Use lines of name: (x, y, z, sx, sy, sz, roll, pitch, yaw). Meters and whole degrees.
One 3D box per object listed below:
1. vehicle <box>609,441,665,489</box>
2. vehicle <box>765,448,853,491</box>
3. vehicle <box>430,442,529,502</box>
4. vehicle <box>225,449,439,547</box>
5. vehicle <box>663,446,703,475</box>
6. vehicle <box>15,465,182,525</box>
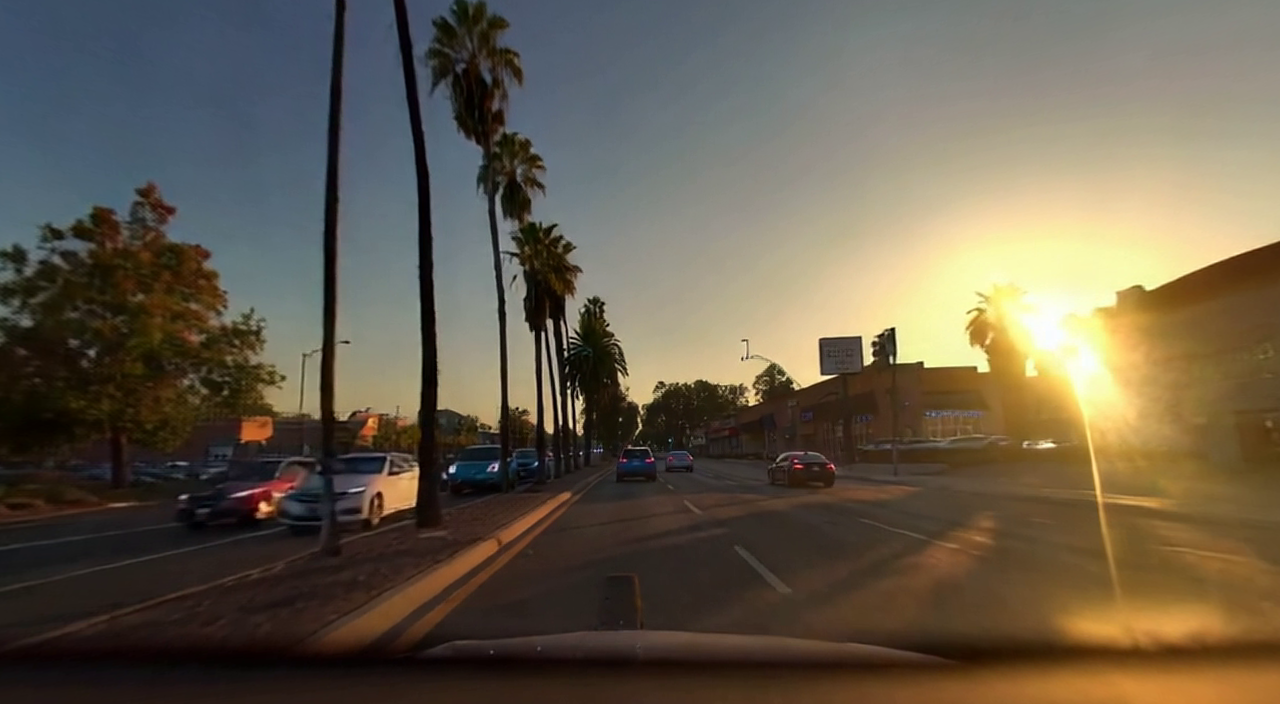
vehicle: (-0.164, 4.625, 26.181, 2.151, 1.787, 4.109, 0, -9, -1)
vehicle: (6.209, 4.357, 23.769, 1.944, 1.447, 4.309, 0, -9, -2)
vehicle: (-5.226, 3.950, 21.275, 2.160, 1.769, 4.494, 0, -9, 0)
vehicle: (-5.643, 2.671, 12.351, 2.017, 1.463, 4.384, -2, -9, 0)
vehicle: (2.681, 6.913, 40.386, 2.112, 1.710, 4.234, 0, -9, -1)
vehicle: (-15.504, 4.063, 18.365, 1.712, 1.454, 3.535, 0, -9, -1)
